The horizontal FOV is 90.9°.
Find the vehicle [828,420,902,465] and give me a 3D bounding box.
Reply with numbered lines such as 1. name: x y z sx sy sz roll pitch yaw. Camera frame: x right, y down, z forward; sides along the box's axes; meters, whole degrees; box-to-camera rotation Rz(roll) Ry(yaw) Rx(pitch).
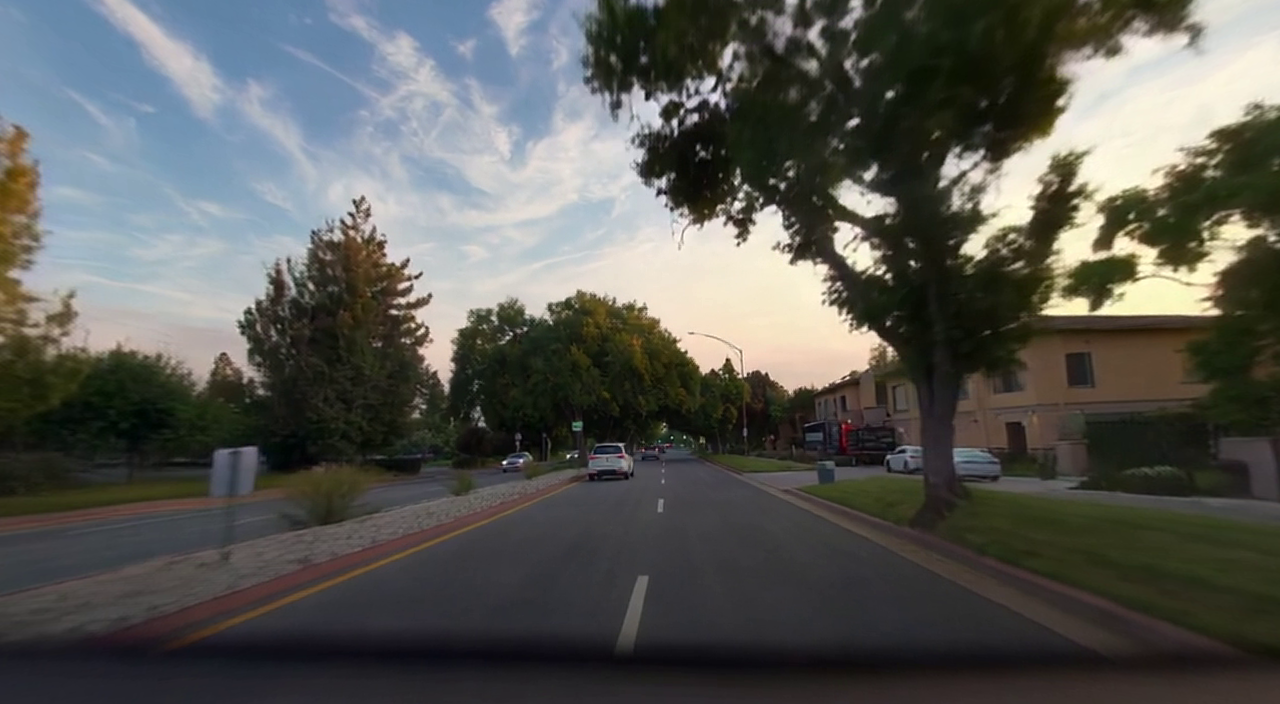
1. vehicle: 13.653 5.572 38.808 2.507 2.441 6.959 -2 -8 5

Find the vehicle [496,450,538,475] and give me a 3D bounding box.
1. vehicle: -9.422 8.492 48.666 1.997 1.775 4.585 -1 -8 4

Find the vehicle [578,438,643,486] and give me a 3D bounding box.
1. vehicle: -1.061 4.326 25.061 2.129 1.713 4.314 0 -8 3

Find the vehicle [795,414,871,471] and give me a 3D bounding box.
1. vehicle: 14.458 6.932 48.366 2.794 3.710 10.785 -3 -8 3

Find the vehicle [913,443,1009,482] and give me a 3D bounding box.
1. vehicle: 13.144 4.534 26.134 1.852 1.457 4.351 0 -9 3
